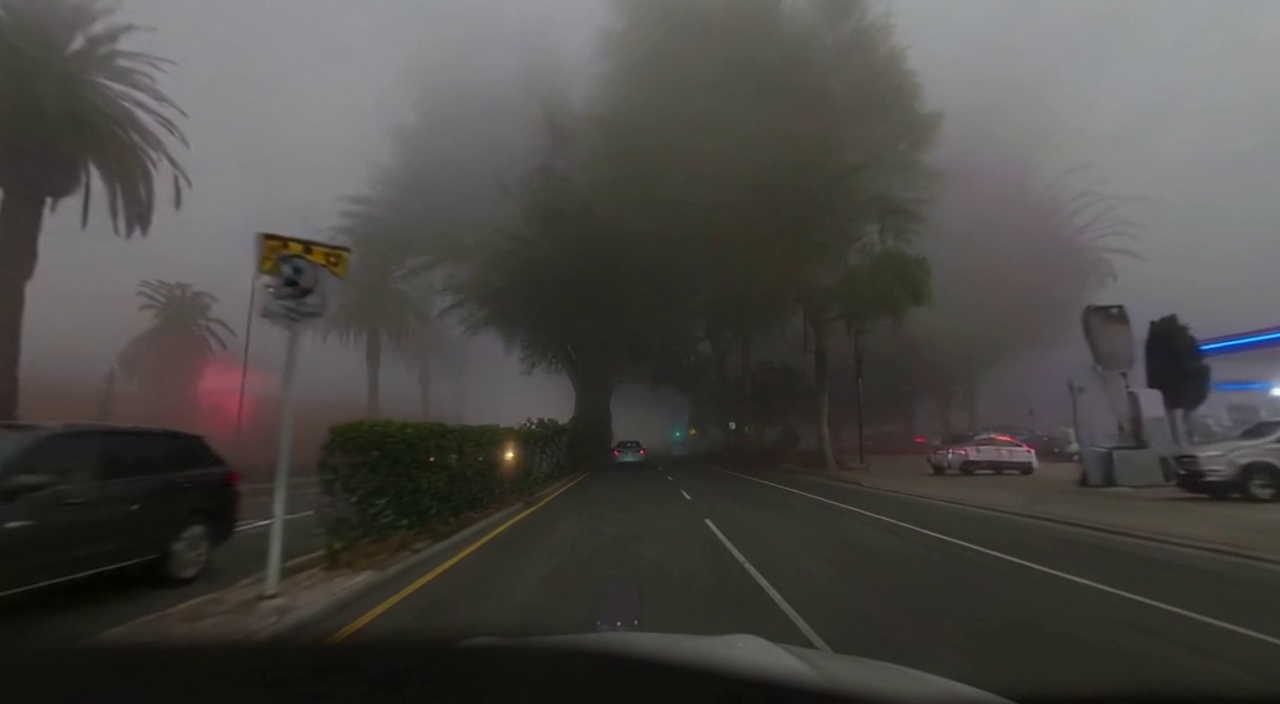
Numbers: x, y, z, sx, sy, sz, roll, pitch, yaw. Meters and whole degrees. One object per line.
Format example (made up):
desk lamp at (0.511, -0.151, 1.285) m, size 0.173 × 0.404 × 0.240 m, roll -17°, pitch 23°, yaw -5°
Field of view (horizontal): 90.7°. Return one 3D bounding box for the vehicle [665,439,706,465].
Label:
vehicle at (2.728, 6.099, 38.839) m, size 2.060 × 1.471 × 4.168 m, roll 0°, pitch -9°, yaw -1°

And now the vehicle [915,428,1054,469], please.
vehicle at (13.570, 3.815, 25.100) m, size 4.360 × 1.523 × 1.900 m, roll 0°, pitch -9°, yaw -1°

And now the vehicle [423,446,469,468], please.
vehicle at (-14.397, 7.802, 47.213) m, size 1.899 × 1.500 × 4.521 m, roll -1°, pitch -9°, yaw 1°

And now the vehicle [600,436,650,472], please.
vehicle at (-0.693, 4.706, 29.459) m, size 2.160 × 1.508 × 4.319 m, roll 0°, pitch -9°, yaw -2°

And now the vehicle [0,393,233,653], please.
vehicle at (-5.128, 1.110, 4.100) m, size 2.060 × 1.643 × 4.359 m, roll -1°, pitch -9°, yaw 0°

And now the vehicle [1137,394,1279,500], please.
vehicle at (13.680, 1.864, 12.650) m, size 5.718 × 1.911 × 2.088 m, roll 0°, pitch -9°, yaw -2°

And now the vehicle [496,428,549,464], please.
vehicle at (-8.749, 7.117, 47.853) m, size 2.820 × 2.454 × 5.993 m, roll -1°, pitch -9°, yaw 0°
